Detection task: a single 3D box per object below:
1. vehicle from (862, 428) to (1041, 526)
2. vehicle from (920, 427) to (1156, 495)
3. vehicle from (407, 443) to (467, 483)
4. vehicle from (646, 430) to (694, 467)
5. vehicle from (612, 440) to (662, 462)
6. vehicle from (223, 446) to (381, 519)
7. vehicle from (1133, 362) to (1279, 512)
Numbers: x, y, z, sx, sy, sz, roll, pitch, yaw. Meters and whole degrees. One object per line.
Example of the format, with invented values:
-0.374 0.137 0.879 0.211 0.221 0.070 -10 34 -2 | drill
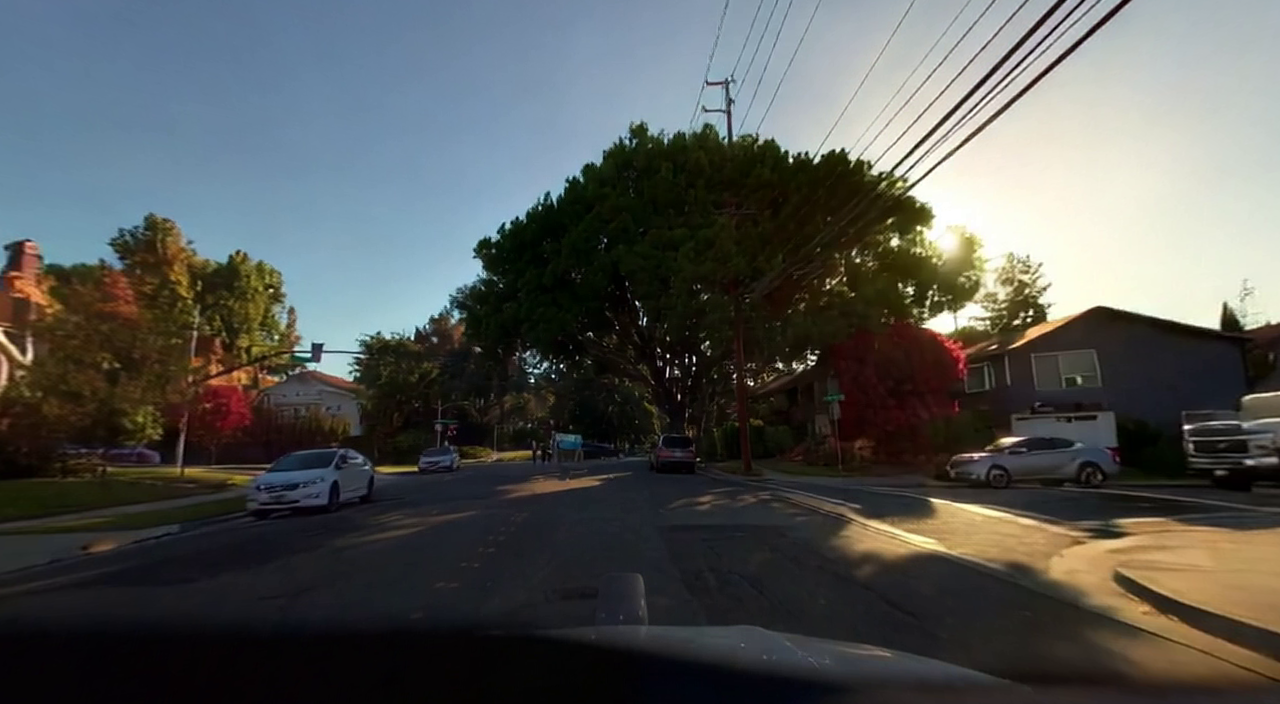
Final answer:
6.445 2.437 12.874 1.944 1.636 4.140 -8 -12 44 | vehicle
12.342 3.426 20.001 5.757 1.978 2.362 0 -9 3 | vehicle
-8.378 4.472 25.798 2.033 1.477 4.626 3 -9 -21 | vehicle
1.669 5.734 37.678 2.173 1.992 5.891 1 -9 -4 | vehicle
-0.285 7.118 45.432 1.856 1.512 4.292 4 -10 -26 | vehicle
-7.878 3.021 15.259 1.997 1.456 4.319 1 -9 -9 | vehicle
18.893 2.170 16.218 10.500 3.344 2.906 1 -9 -7 | vehicle
